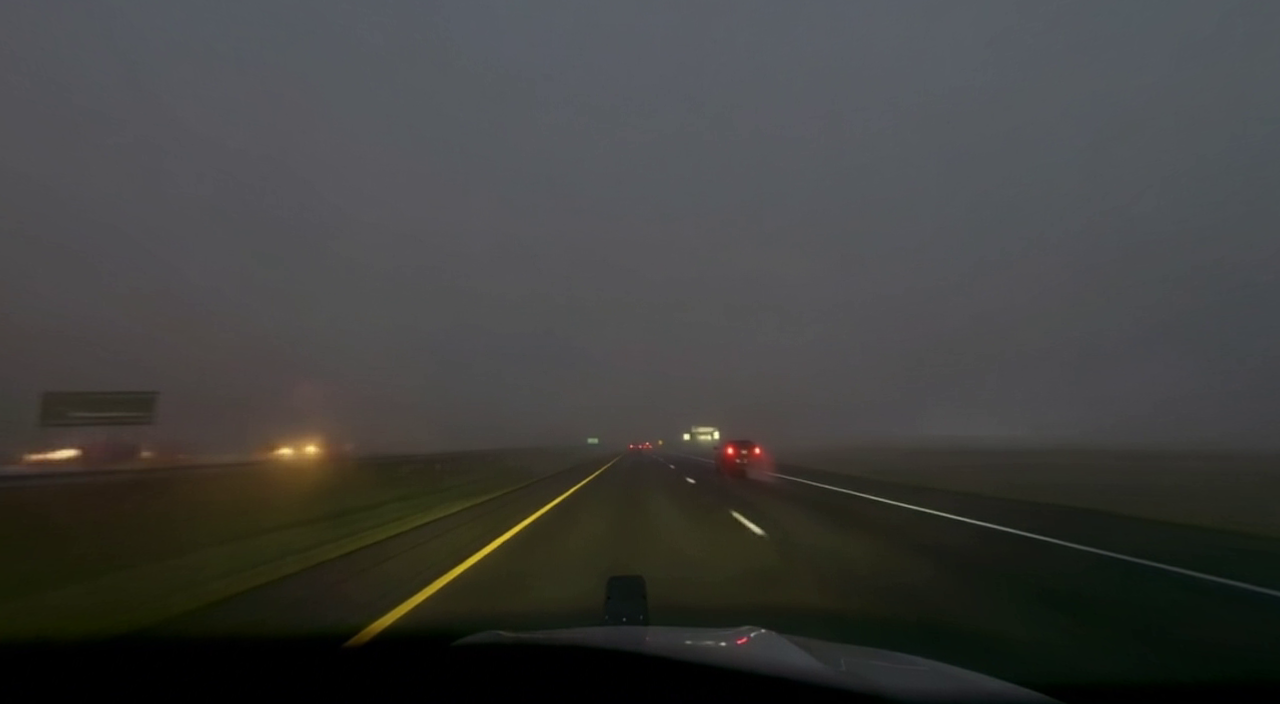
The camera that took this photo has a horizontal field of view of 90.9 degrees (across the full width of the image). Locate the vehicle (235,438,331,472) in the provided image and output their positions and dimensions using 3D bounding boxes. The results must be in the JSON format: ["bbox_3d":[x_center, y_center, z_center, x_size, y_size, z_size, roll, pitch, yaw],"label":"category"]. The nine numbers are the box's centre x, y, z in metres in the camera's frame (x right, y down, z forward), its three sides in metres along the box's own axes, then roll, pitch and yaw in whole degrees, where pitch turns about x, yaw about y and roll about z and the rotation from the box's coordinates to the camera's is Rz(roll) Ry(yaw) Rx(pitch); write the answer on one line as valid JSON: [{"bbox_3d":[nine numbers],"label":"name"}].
[{"bbox_3d":[-17.280,4.991,30.804,1.888,1.474,4.725,0,-8,1],"label":"vehicle"}]

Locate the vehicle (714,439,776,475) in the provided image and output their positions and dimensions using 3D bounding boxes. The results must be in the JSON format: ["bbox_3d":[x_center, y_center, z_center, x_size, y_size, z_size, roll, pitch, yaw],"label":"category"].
[{"bbox_3d":[4.698,4.762,28.809,2.012,1.476,4.256,0,-8,-1],"label":"vehicle"}]

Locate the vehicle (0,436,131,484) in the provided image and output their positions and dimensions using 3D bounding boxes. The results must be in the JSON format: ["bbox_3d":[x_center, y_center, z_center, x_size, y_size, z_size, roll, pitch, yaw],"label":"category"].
[{"bbox_3d":[-20.826,3.721,22.031,2.137,1.467,4.729,0,-8,0],"label":"vehicle"}]
